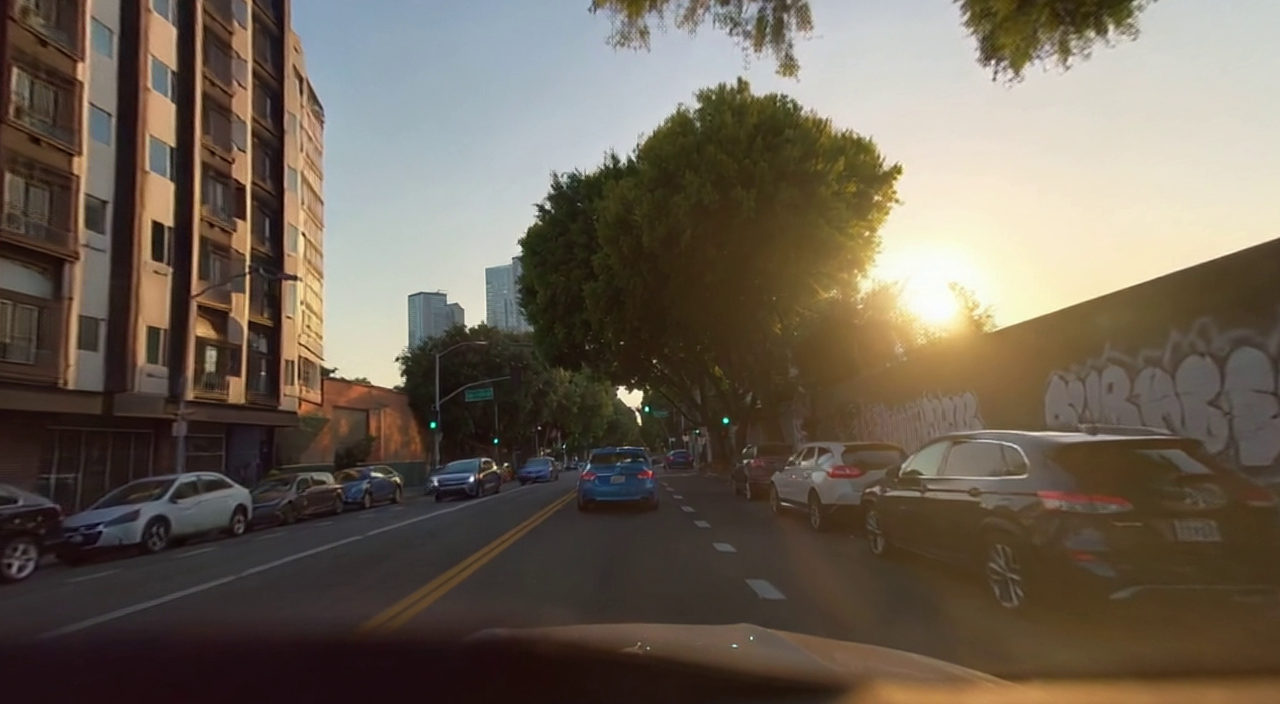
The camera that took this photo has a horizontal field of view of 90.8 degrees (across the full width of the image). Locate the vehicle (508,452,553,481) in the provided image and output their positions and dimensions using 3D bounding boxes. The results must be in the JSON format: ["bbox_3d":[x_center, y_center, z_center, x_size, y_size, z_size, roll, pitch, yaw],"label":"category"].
[{"bbox_3d":[-7.023,7.412,41.121,2.147,1.747,4.409,0,-8,0],"label":"vehicle"}]

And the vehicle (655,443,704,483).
[{"bbox_3d":[1.820,5.296,30.420,2.207,1.761,4.292,0,-8,1],"label":"vehicle"}]

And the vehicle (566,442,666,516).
[{"bbox_3d":[-0.529,3.082,15.907,2.166,1.579,4.300,0,-8,0],"label":"vehicle"}]

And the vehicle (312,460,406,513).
[{"bbox_3d":[-11.067,5.259,25.199,1.822,1.639,4.144,-6,-8,0],"label":"vehicle"}]

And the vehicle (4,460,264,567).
[{"bbox_3d":[-10.923,3.440,14.234,2.276,1.741,4.439,-4,-8,-1],"label":"vehicle"}]

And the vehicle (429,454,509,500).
[{"bbox_3d":[-6.615,4.858,24.929,1.906,1.445,4.490,-4,-8,0],"label":"vehicle"}]

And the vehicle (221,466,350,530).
[{"bbox_3d":[-10.956,4.492,19.924,1.741,1.506,4.370,-4,-8,-3],"label":"vehicle"}]

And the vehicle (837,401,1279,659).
[{"bbox_3d":[4.217,1.647,7.190,2.097,1.811,5.230,0,-8,-2],"label":"vehicle"}]
